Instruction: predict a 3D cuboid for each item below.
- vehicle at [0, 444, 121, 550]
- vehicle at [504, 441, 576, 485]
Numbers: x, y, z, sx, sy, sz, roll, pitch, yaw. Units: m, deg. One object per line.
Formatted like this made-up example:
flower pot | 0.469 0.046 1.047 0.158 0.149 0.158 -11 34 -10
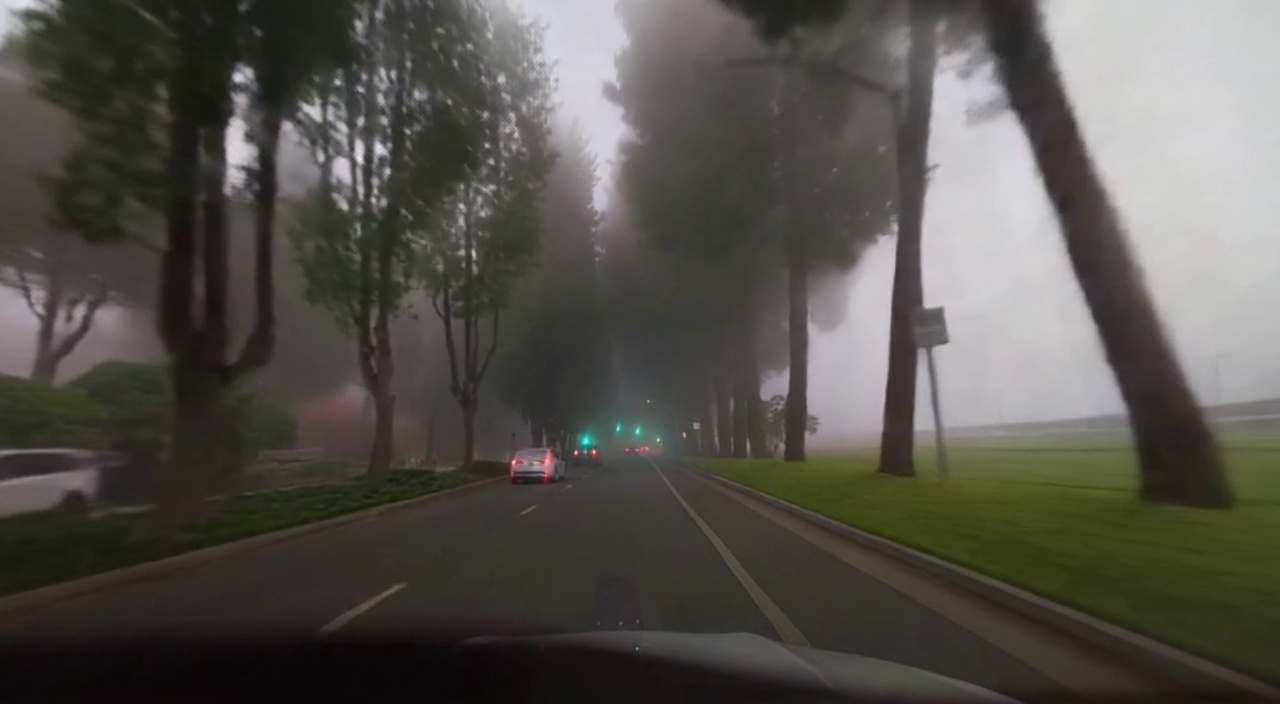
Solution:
vehicle | -11.670 2.357 10.091 2.109 1.729 5.492 0 -8 0
vehicle | -3.586 4.048 23.399 1.932 1.431 4.144 -1 -8 1
